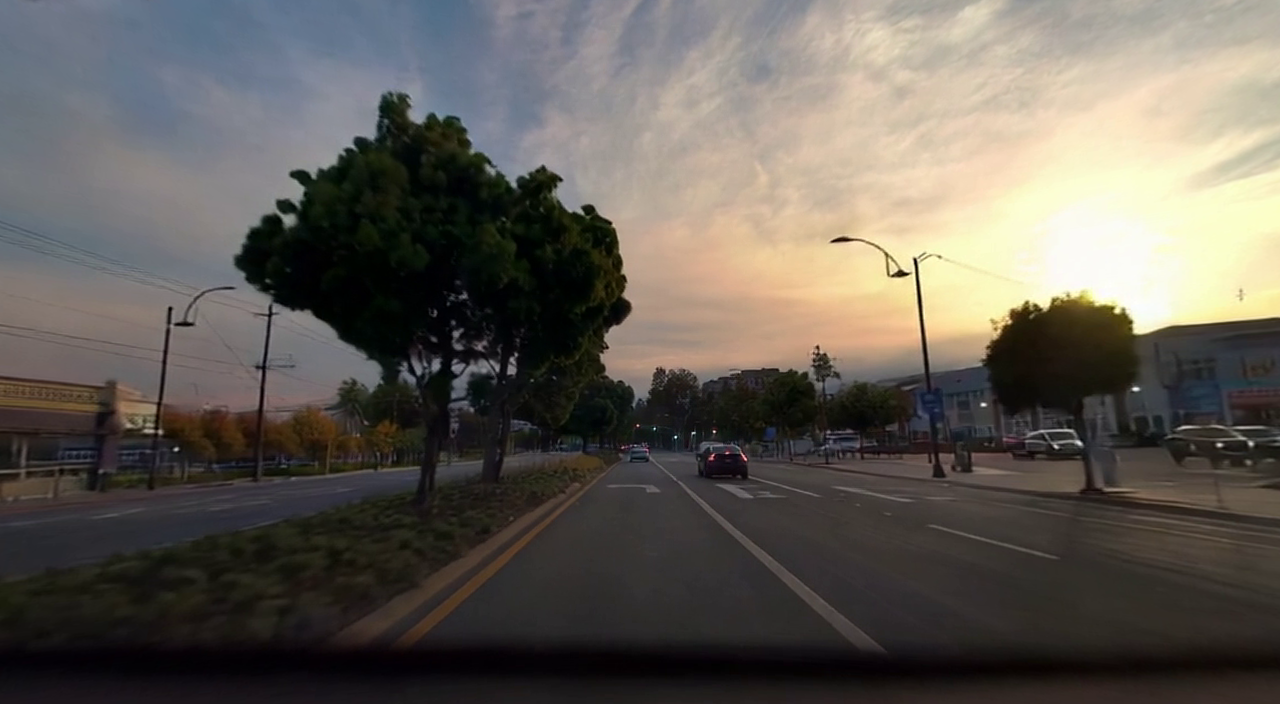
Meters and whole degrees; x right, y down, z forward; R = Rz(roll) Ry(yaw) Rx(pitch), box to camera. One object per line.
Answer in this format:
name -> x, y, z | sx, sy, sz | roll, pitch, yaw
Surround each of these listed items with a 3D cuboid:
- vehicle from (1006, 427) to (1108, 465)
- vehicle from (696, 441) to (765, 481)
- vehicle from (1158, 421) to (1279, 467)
vehicle -> 23.901, 5.451, 36.458 | 4.534, 1.730, 1.942 | -10, -10, 26
vehicle -> 3.555, 4.388, 25.689 | 1.983, 1.482, 4.463 | 0, -9, -2
vehicle -> 28.716, 4.570, 31.343 | 2.501, 2.045, 5.267 | -2, -9, 14
